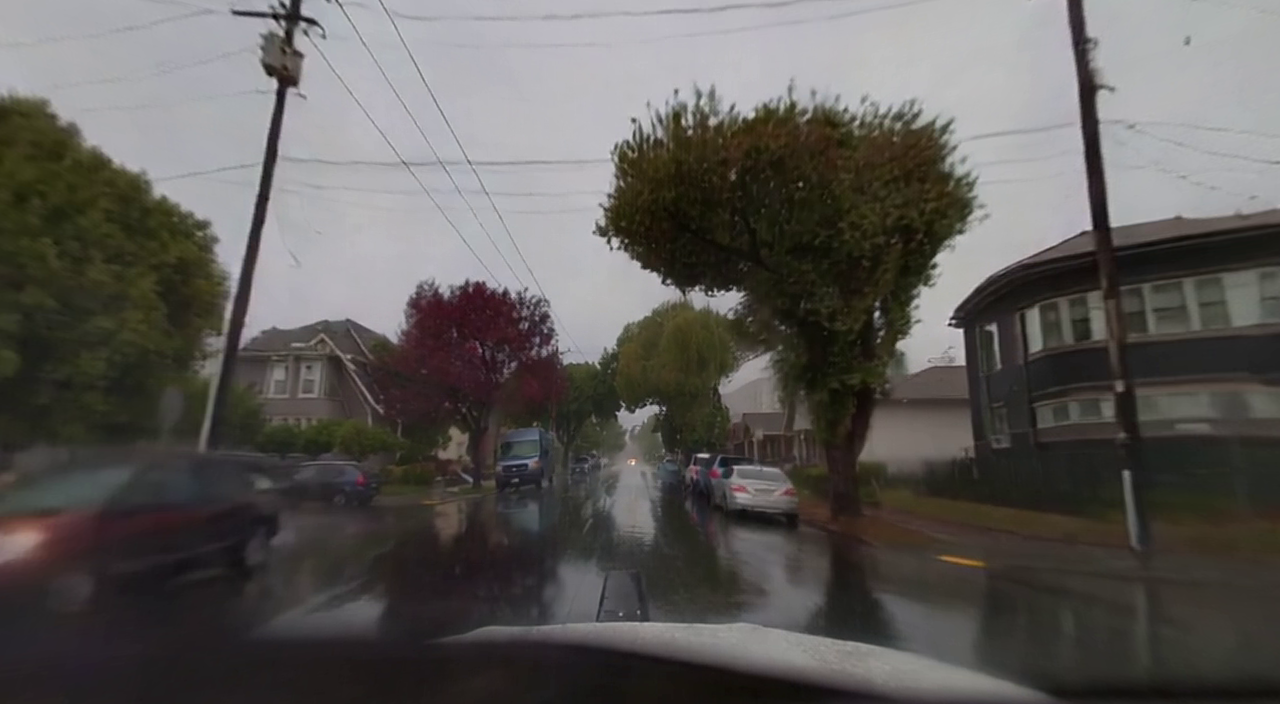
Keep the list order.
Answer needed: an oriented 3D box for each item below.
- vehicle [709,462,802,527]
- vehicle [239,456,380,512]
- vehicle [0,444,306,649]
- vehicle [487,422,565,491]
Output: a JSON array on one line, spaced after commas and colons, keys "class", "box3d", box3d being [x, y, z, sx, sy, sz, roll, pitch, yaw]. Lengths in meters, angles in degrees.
[{"class": "vehicle", "box3d": [3.373, 4.244, 19.323, 2.010, 1.661, 4.615, 1, -9, 0]}, {"class": "vehicle", "box3d": [-13.133, 5.342, 25.341, 4.341, 1.728, 2.161, 0, -22, -5]}, {"class": "vehicle", "box3d": [-6.389, 1.975, 7.574, 2.057, 1.632, 4.730, 0, -7, 1]}, {"class": "vehicle", "box3d": [-6.518, 6.150, 37.295, 3.115, 3.562, 7.695, -1, -9, 1]}]
